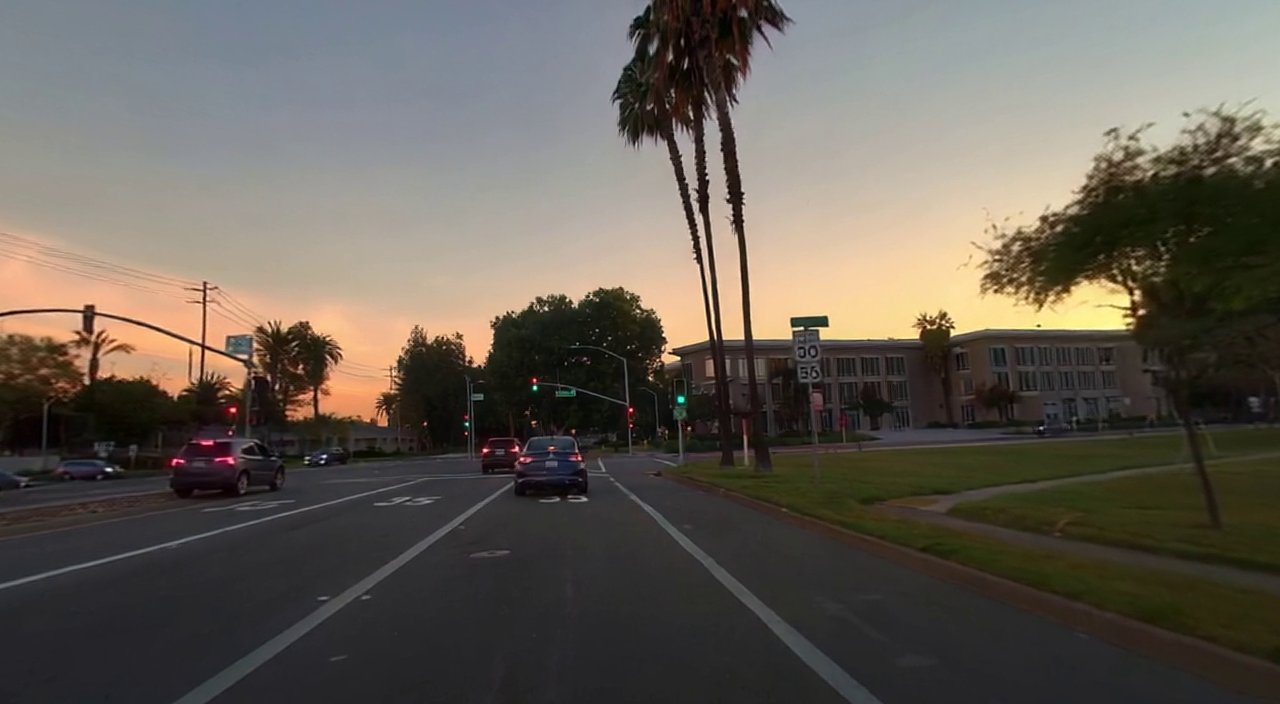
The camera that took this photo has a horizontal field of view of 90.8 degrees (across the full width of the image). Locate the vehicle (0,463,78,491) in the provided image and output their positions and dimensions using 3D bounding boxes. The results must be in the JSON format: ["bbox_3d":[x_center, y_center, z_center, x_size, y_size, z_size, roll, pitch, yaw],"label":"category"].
[{"bbox_3d":[-37.369,7.590,38.396,4.276,1.576,1.917,1,-8,-6],"label":"vehicle"}]

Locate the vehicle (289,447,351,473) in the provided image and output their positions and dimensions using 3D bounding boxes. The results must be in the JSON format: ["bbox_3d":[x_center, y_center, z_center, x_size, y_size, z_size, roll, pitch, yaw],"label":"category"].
[{"bbox_3d":[-19.987,6.713,39.630,1.879,1.496,4.510,1,-8,-5],"label":"vehicle"}]

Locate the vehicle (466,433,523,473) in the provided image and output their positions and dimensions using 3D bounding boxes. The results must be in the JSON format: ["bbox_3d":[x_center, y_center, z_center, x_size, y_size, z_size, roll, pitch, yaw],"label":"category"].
[{"bbox_3d":[-6.753,4.733,29.746,2.077,1.715,3.903,1,-8,-6],"label":"vehicle"}]

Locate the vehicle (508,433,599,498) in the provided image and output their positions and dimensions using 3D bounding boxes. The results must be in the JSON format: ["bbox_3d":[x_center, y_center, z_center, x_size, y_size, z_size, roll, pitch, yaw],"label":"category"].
[{"bbox_3d":[-2.236,2.909,16.681,2.063,1.474,4.334,1,-8,-7],"label":"vehicle"}]

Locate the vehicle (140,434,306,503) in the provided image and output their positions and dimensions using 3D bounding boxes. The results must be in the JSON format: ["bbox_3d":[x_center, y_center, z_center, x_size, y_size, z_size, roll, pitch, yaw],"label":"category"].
[{"bbox_3d":[-12.376,3.438,19.249,2.050,1.811,4.752,0,-8,-4],"label":"vehicle"}]
